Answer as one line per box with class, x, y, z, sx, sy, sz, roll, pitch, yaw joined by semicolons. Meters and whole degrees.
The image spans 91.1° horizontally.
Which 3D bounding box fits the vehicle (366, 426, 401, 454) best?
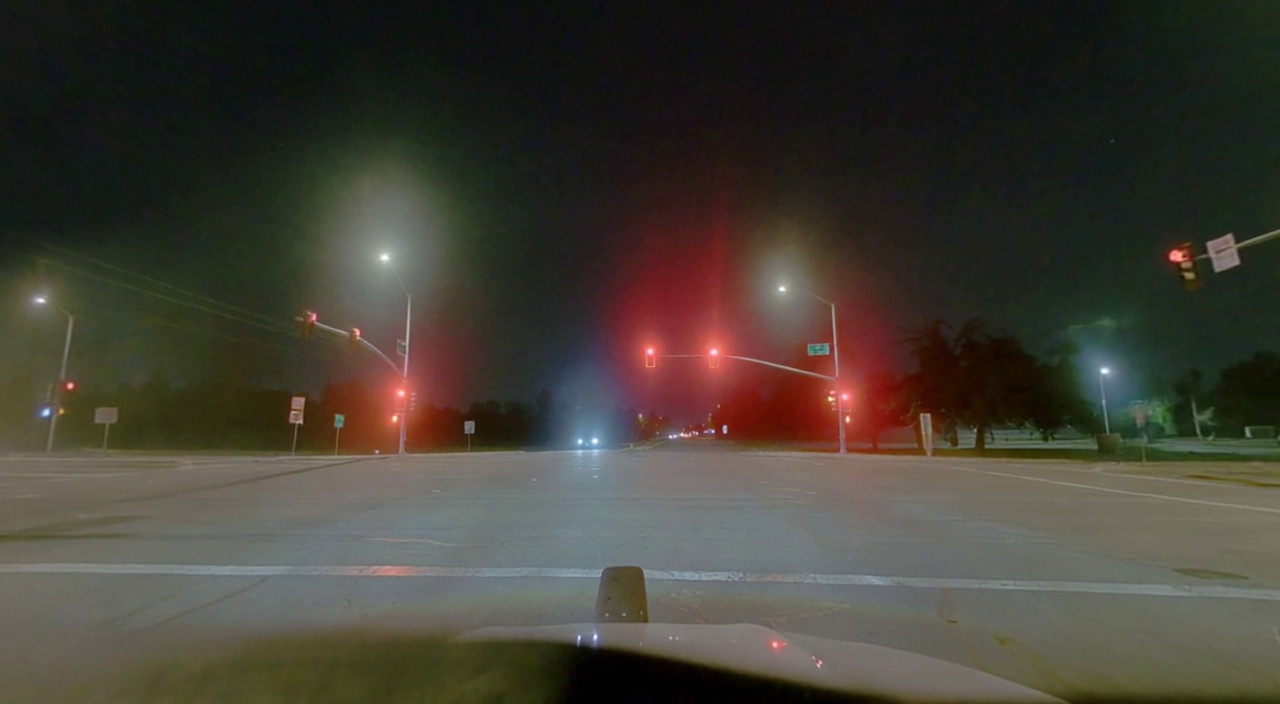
vehicle;-19.993;6.853;48.886;1.873;2.079;2.879;5;-10;-33
